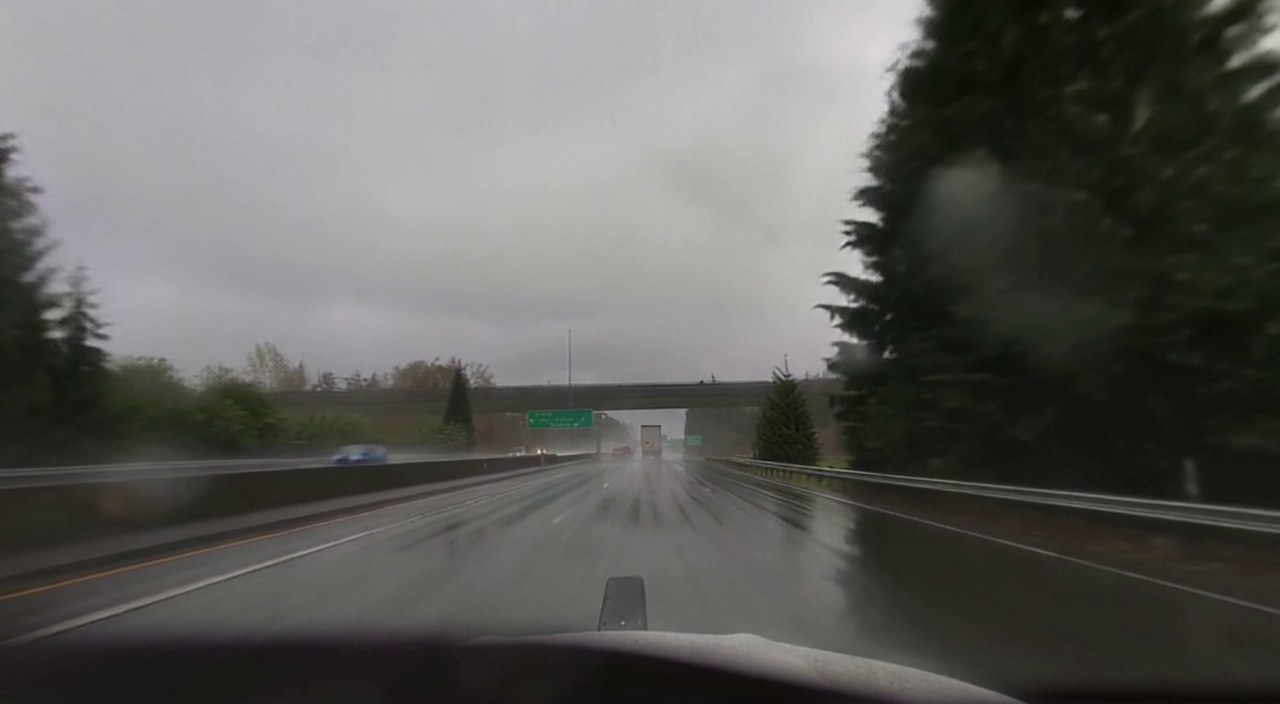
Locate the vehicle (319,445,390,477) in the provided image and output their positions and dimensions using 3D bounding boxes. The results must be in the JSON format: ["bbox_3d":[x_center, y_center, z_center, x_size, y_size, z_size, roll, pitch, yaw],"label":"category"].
[{"bbox_3d":[-15.810,6.048,35.152,1.884,1.631,4.263,-1,-9,1],"label":"vehicle"}]
